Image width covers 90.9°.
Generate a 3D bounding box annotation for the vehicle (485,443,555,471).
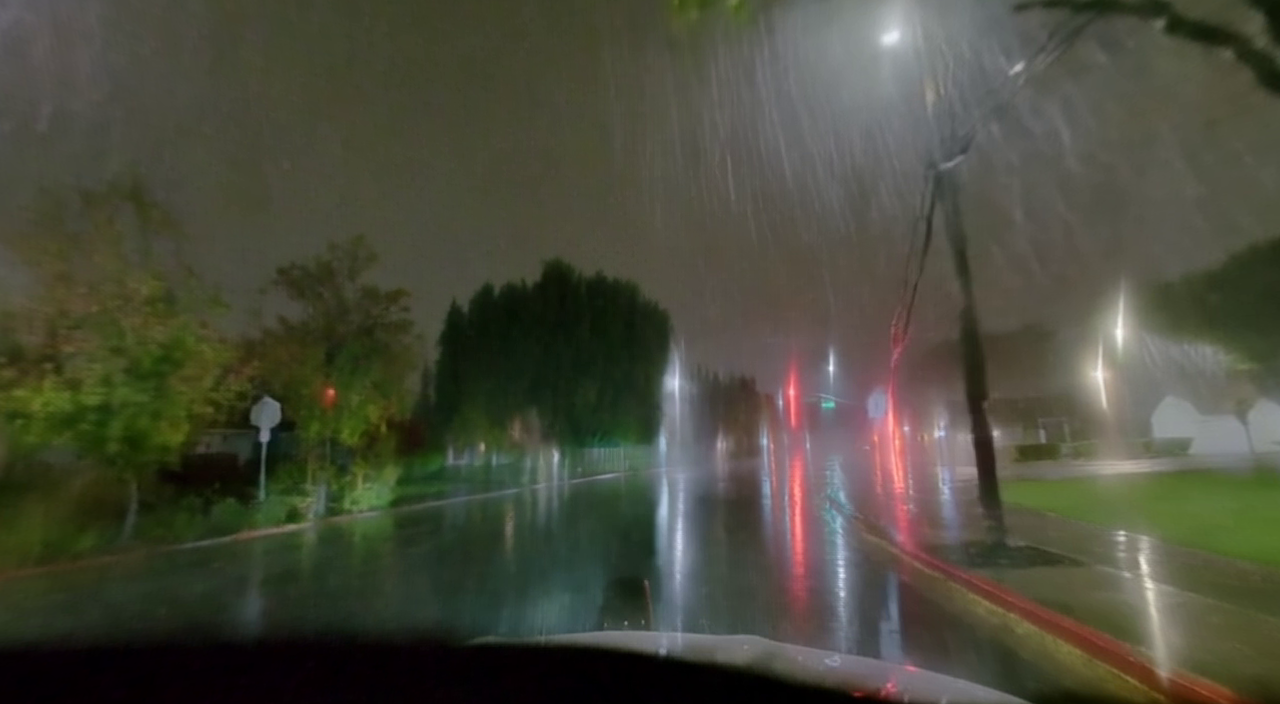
[{"bbox_3d":[-7.617,6.702,40.304,4.252,1.681,1.854,1,-8,-8],"label":"vehicle"}]
